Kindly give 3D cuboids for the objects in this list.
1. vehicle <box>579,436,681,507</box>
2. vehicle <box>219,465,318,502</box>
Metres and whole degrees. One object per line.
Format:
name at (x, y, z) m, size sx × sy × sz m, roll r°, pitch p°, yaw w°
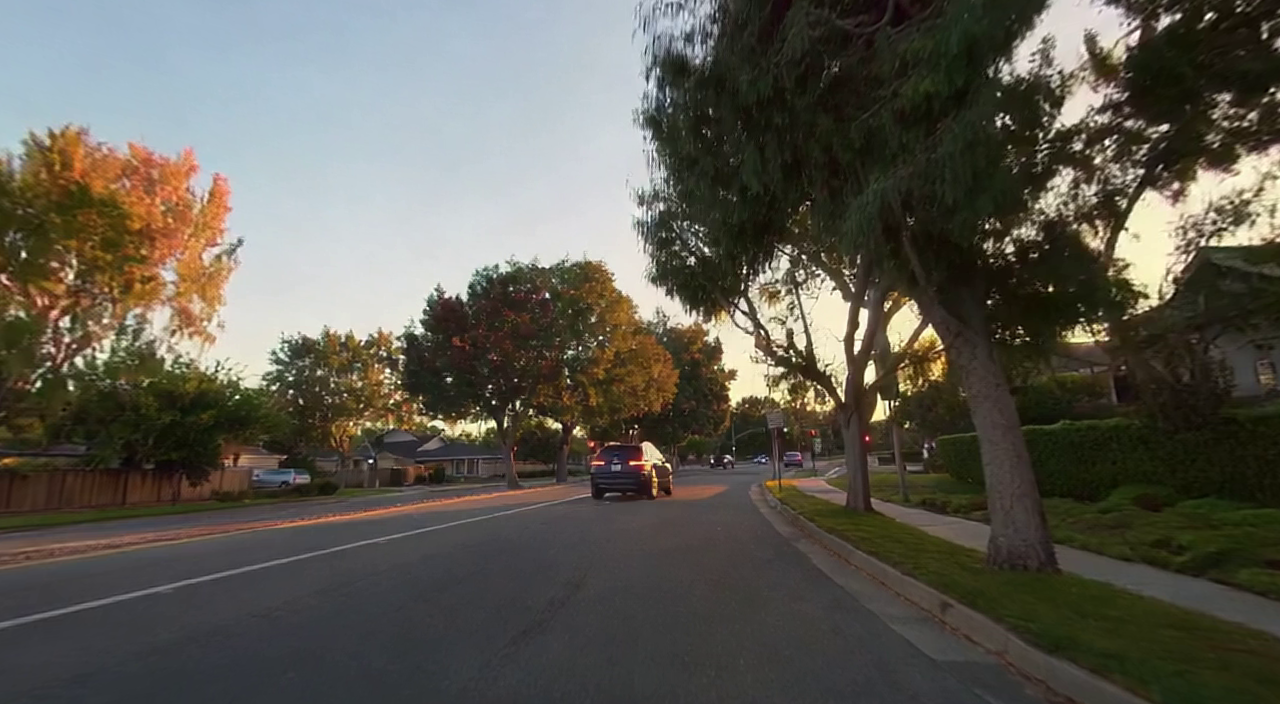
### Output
vehicle at (-0.156, 3.633, 19.695) m, size 2.059 × 1.908 × 4.714 m, roll -2°, pitch -9°, yaw 13°
vehicle at (-22.409, 7.923, 38.312) m, size 2.332 × 1.896 × 5.688 m, roll -1°, pitch -9°, yaw 3°
